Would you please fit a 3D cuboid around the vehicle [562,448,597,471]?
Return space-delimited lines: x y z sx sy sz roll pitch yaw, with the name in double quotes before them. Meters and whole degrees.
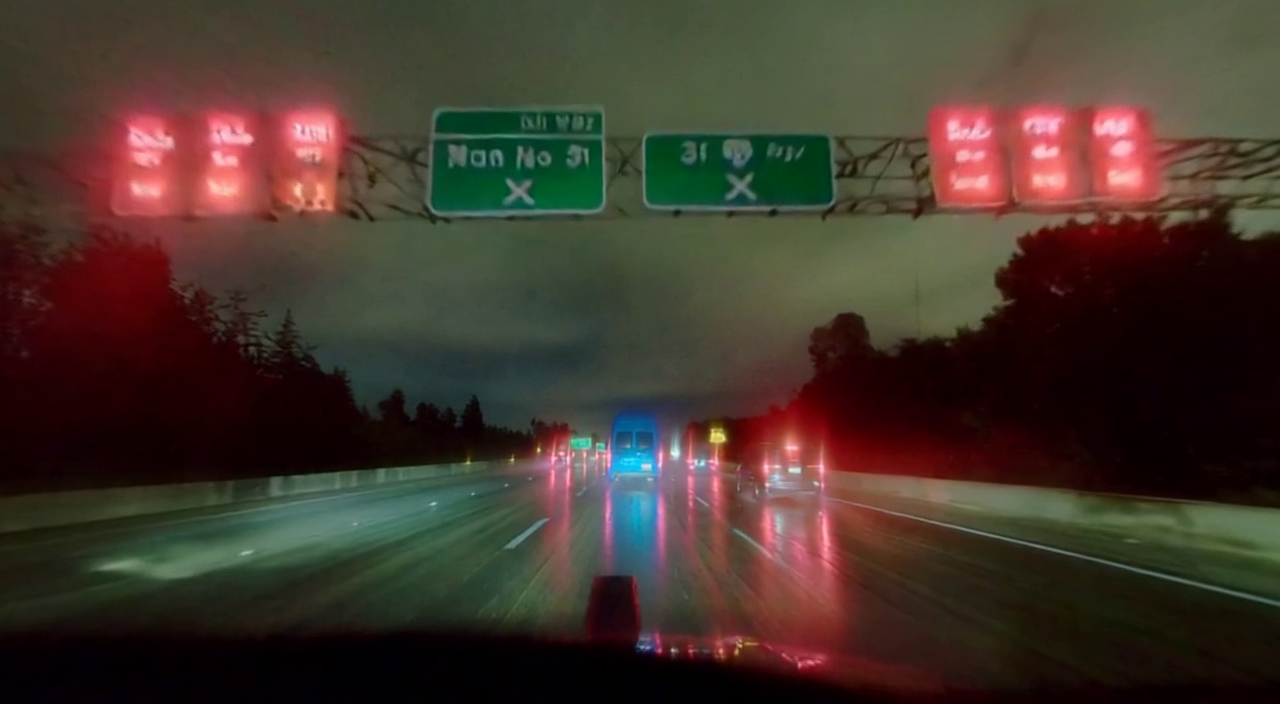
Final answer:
"vehicle" -4.118 7.413 43.395 2.003 1.498 4.386 0 -9 -1

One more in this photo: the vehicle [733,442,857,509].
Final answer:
"vehicle" 3.863 3.172 16.593 2.015 1.491 4.732 0 -9 -1

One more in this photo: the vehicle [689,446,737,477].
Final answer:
"vehicle" 3.737 5.728 32.956 1.978 1.510 4.462 0 -9 0

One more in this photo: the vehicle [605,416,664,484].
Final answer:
"vehicle" -0.230 4.150 26.551 2.268 2.551 5.144 0 -9 0
